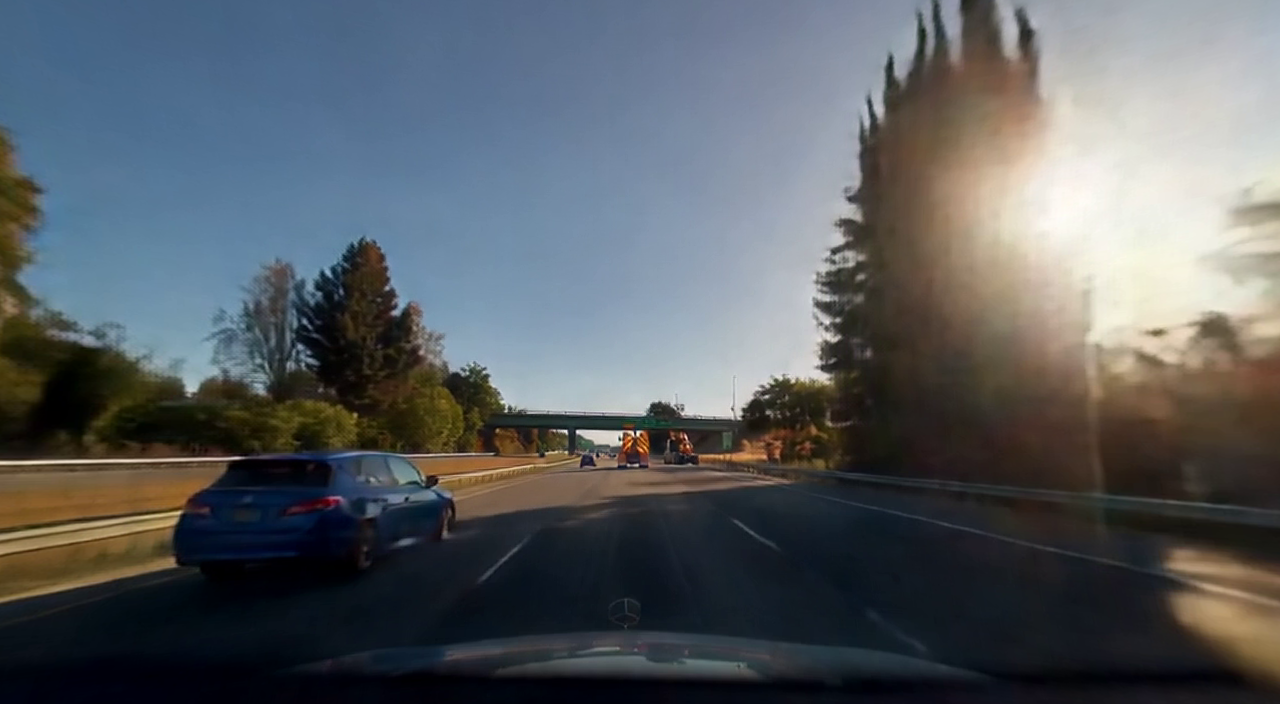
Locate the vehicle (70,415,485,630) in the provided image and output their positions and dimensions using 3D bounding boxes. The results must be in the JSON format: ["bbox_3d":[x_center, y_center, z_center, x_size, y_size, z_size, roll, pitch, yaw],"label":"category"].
[{"bbox_3d":[-3.327,1.641,7.048,2.088,1.643,4.215,0,-9,0],"label":"vehicle"}]

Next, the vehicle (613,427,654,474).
[{"bbox_3d":[-0.563,6.966,44.800,2.672,3.056,6.900,0,-9,-2],"label":"vehicle"}]
